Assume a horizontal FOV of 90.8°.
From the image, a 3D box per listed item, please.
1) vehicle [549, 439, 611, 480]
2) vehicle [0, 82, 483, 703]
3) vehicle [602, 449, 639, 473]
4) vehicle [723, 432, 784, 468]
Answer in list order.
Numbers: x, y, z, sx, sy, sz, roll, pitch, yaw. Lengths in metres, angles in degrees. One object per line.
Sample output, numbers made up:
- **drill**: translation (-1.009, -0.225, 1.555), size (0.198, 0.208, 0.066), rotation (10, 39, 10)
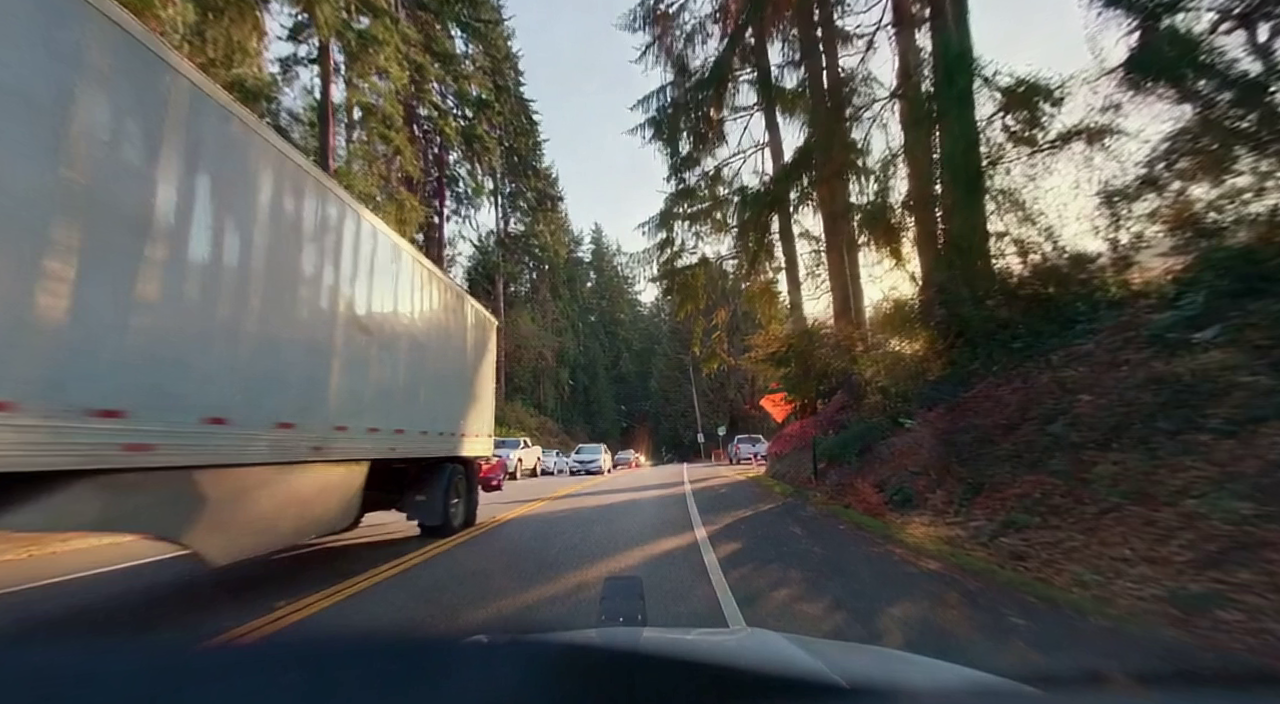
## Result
- **vehicle**: translation (-2.825, 5.215, 30.966), size (2.177, 1.803, 4.690), rotation (-1, -8, 5)
- **vehicle**: translation (-4.109, 0.752, 5.480), size (3.158, 2.808, 8.423), rotation (0, -8, 1)
- **vehicle**: translation (-1.317, 7.495, 43.758), size (1.981, 1.410, 4.162), rotation (-4, -9, 5)
- **vehicle**: translation (7.014, 6.194, 40.017), size (2.845, 2.053, 6.457), rotation (0, -8, 2)
